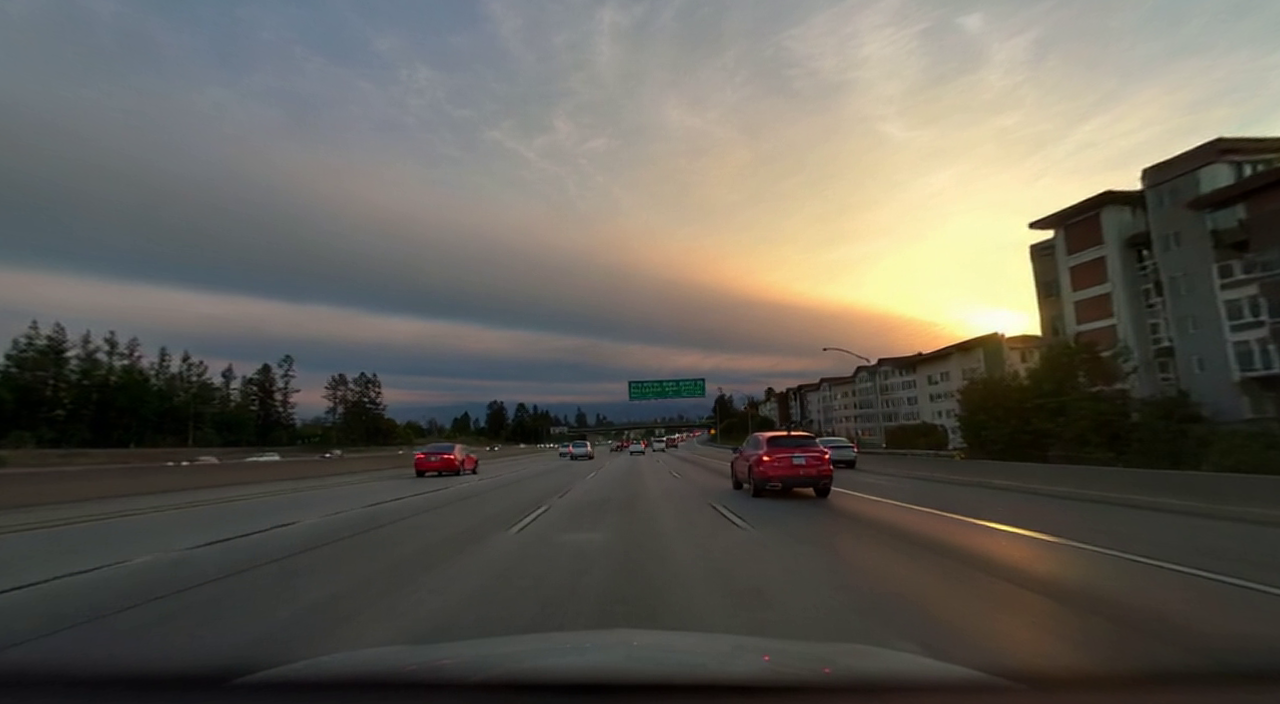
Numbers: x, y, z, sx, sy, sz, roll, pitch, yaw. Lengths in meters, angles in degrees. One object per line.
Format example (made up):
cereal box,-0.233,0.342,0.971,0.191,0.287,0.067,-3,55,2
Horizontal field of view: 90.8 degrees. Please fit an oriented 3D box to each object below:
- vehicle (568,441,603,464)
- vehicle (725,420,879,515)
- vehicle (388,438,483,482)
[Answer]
vehicle,-3.689,6.855,43.313,2.002,1.466,4.378,0,-9,0
vehicle,3.235,2.421,13.659,2.080,1.694,4.286,0,-9,-1
vehicle,-7.500,3.999,23.685,2.021,1.496,4.495,0,-9,1
